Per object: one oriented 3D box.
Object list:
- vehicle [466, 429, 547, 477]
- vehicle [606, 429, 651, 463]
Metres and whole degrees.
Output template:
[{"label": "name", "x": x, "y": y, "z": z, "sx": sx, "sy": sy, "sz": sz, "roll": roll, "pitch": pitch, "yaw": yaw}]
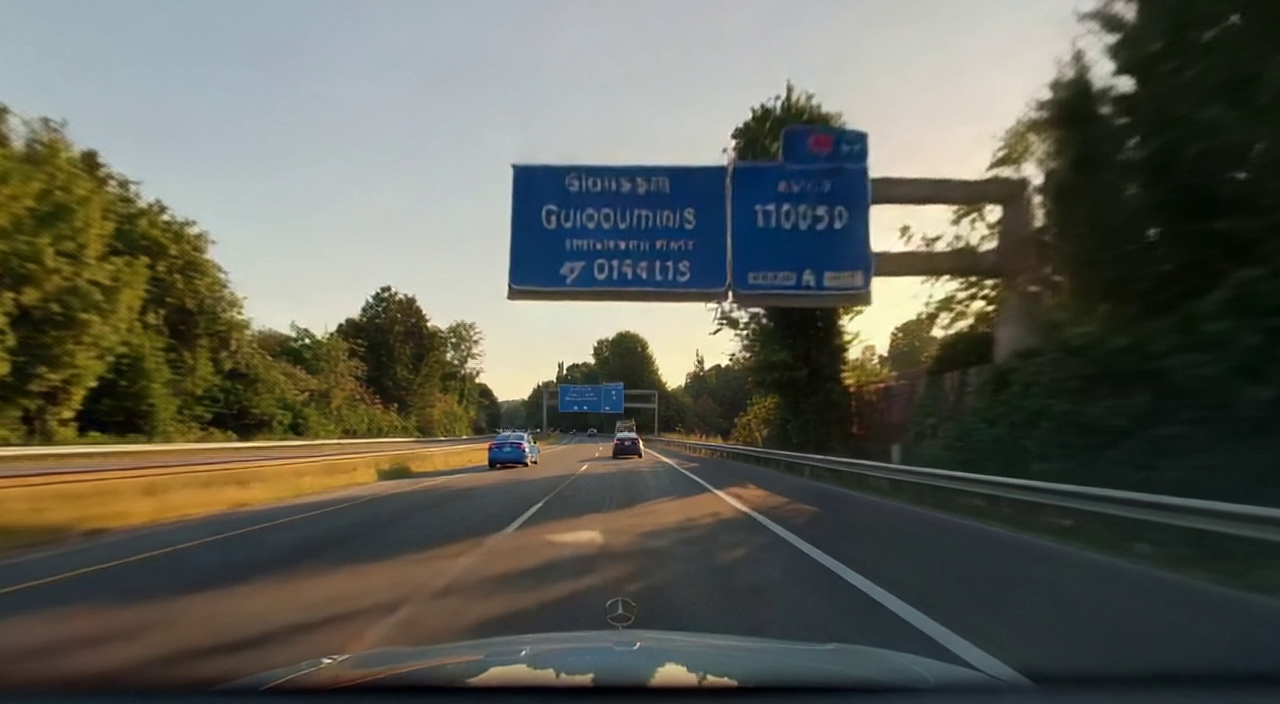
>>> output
[{"label": "vehicle", "x": -4.577, "y": 3.512, "z": 22.211, "sx": 1.975, "sy": 1.518, "sz": 4.242, "roll": 0, "pitch": -8, "yaw": -1}, {"label": "vehicle", "x": -0.613, "y": 4.863, "z": 32.707, "sx": 2.162, "sy": 1.616, "sz": 4.242, "roll": 0, "pitch": -8, "yaw": -1}]
